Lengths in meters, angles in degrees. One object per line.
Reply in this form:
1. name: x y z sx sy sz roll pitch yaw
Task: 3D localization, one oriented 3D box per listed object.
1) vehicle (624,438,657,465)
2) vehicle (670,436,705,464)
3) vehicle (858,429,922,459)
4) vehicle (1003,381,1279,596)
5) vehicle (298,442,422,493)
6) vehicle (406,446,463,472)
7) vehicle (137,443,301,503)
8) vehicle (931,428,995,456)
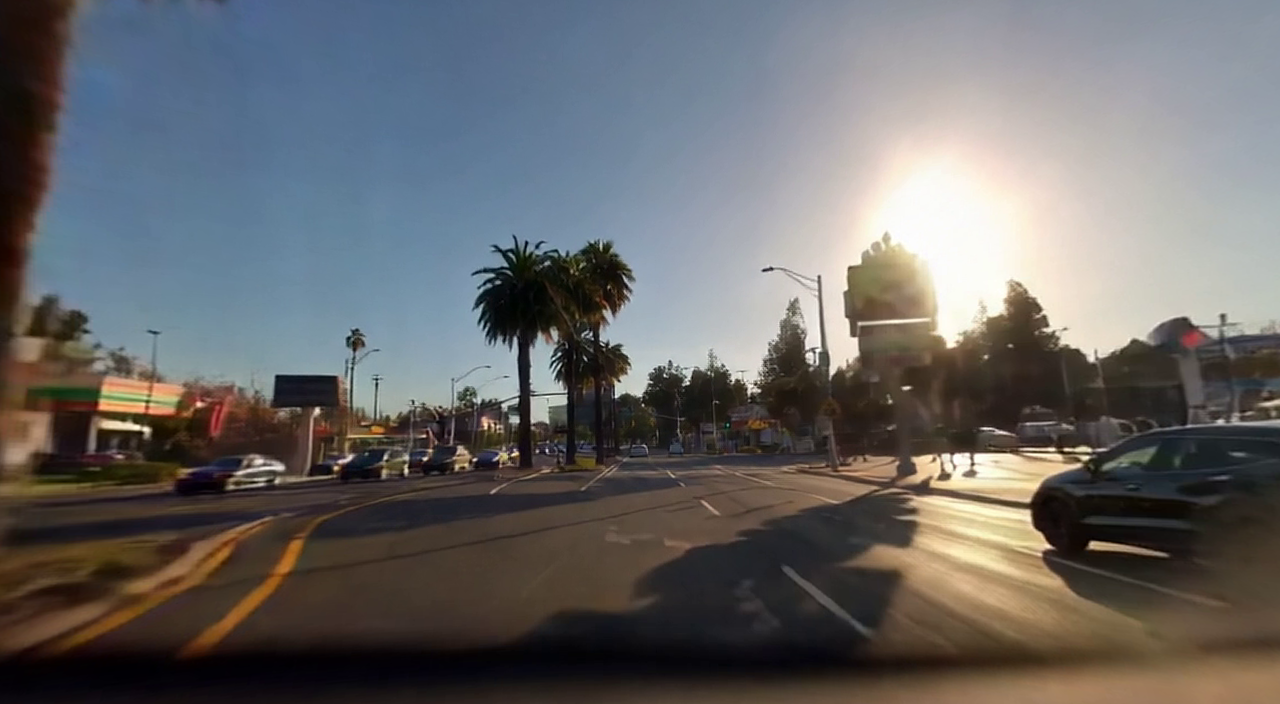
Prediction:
1. vehicle: 0.036 6.777 43.161 2.177 1.754 3.815 0 -8 1
2. vehicle: 3.453 7.296 47.205 2.190 1.913 5.174 0 -8 0
3. vehicle: 16.257 6.004 41.504 2.144 1.816 4.688 -1 -8 -1
4. vehicle: 6.442 1.369 6.800 2.066 1.807 4.893 0 -8 -1
5. vehicle: -9.378 3.888 21.750 2.042 1.555 4.748 0 -8 1
6. vehicle: -12.839 6.695 39.867 1.974 1.557 4.790 0 -8 0
7. vehicle: -12.622 3.613 19.414 1.972 1.590 4.370 0 -8 1
8. vehicle: 21.313 5.956 41.916 1.932 1.729 4.354 -1 -8 0
